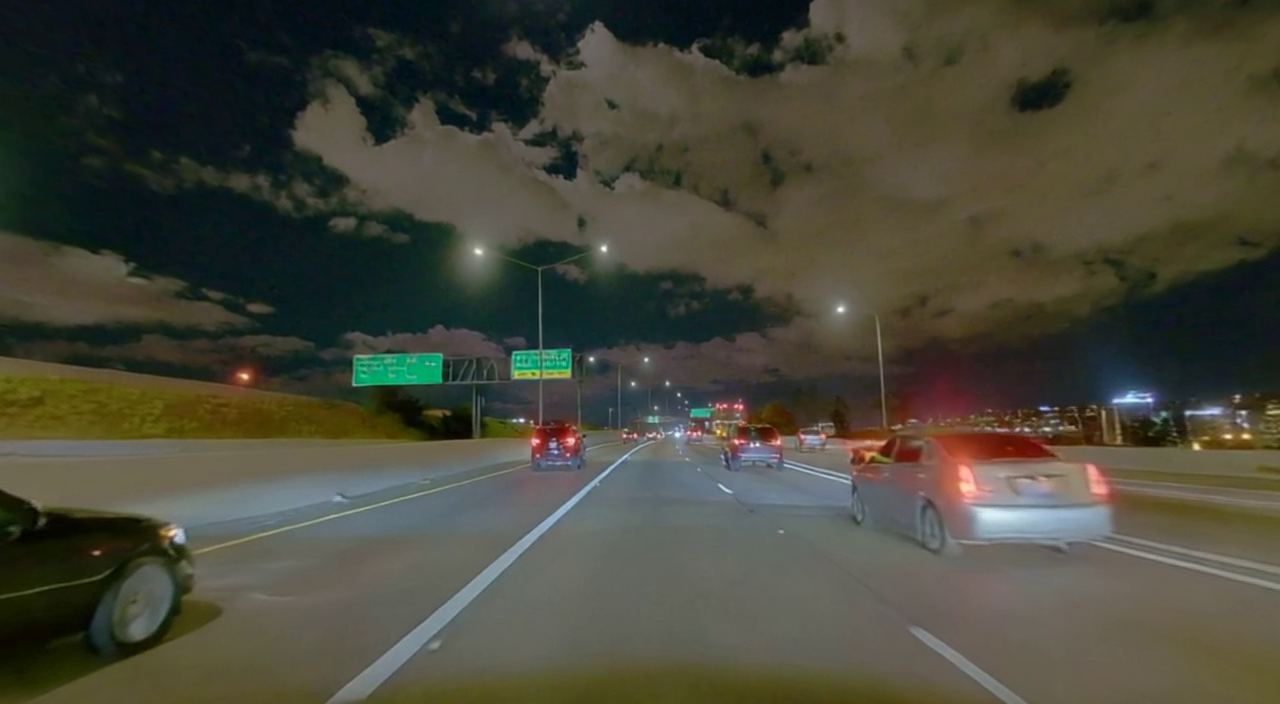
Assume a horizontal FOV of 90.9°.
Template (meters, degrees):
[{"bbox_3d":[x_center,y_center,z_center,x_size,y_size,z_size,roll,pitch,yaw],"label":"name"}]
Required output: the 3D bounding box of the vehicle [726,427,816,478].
[{"bbox_3d":[4.231,3.342,21.193,1.999,1.482,4.743,-1,-8,0],"label":"vehicle"}]

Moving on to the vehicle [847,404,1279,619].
[{"bbox_3d":[4.035,1.447,6.767,2.088,1.491,4.549,-1,-8,0],"label":"vehicle"}]

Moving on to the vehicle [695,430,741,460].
[{"bbox_3d":[4.166,5.060,34.367,1.933,1.492,4.125,-1,-8,0],"label":"vehicle"}]

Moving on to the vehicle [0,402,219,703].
[{"bbox_3d":[-3.649,0.831,1.726,1.914,1.476,4.416,-1,-8,1],"label":"vehicle"}]

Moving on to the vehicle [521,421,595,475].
[{"bbox_3d":[-2.873,3.471,22.991,2.006,1.741,4.277,-1,-8,2],"label":"vehicle"}]
